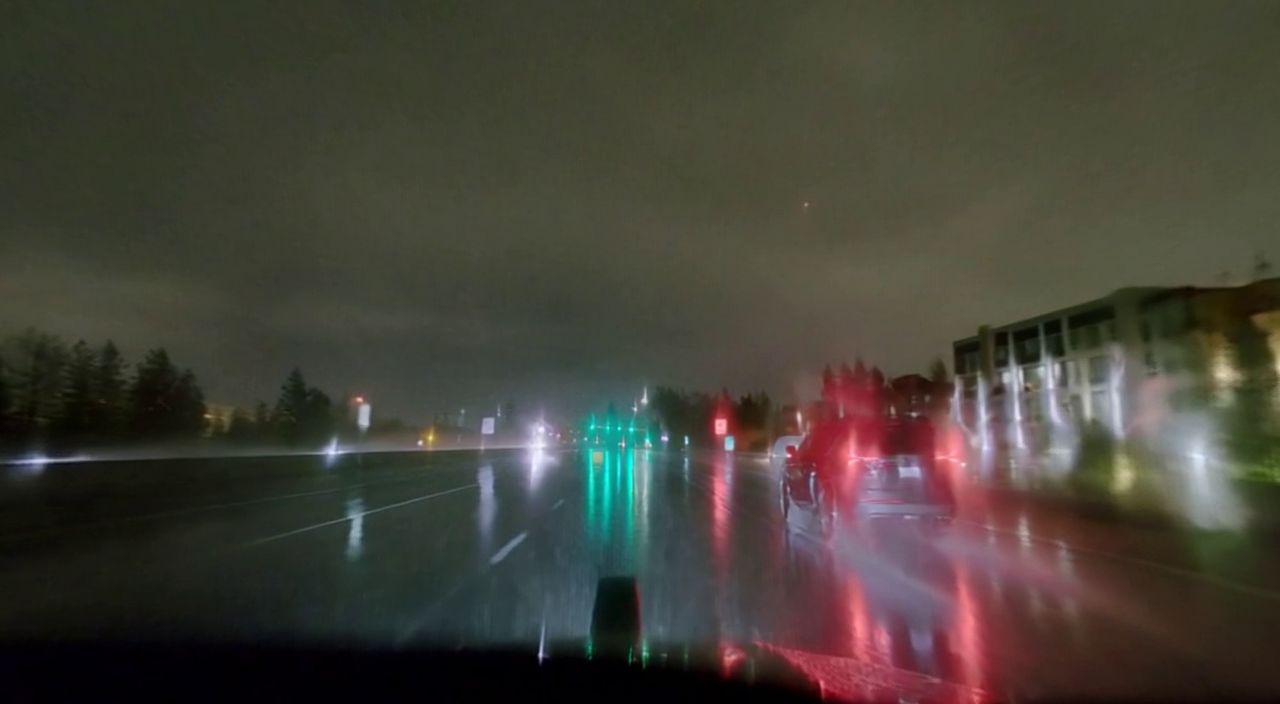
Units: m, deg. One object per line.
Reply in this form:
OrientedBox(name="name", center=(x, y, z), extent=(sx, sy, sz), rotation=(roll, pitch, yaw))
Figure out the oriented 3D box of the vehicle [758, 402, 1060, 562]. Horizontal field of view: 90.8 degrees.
OrientedBox(name="vehicle", center=(3.452, 1.816, 9.573), extent=(2.212, 1.753, 5.064), rotation=(0, -9, -2))
